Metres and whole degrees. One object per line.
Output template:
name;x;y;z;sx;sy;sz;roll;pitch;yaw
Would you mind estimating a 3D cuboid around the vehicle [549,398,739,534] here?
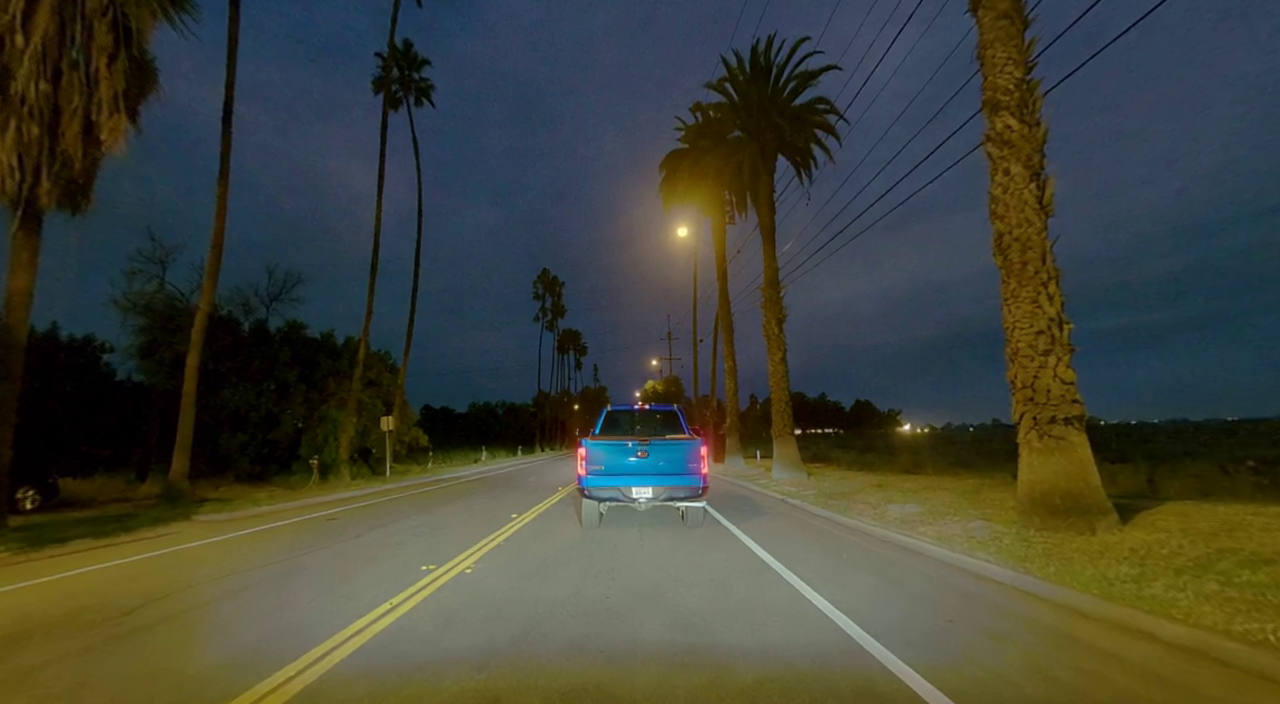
vehicle;0.022;2.129;12.332;2.803;2.005;5.885;0;-8;-1
